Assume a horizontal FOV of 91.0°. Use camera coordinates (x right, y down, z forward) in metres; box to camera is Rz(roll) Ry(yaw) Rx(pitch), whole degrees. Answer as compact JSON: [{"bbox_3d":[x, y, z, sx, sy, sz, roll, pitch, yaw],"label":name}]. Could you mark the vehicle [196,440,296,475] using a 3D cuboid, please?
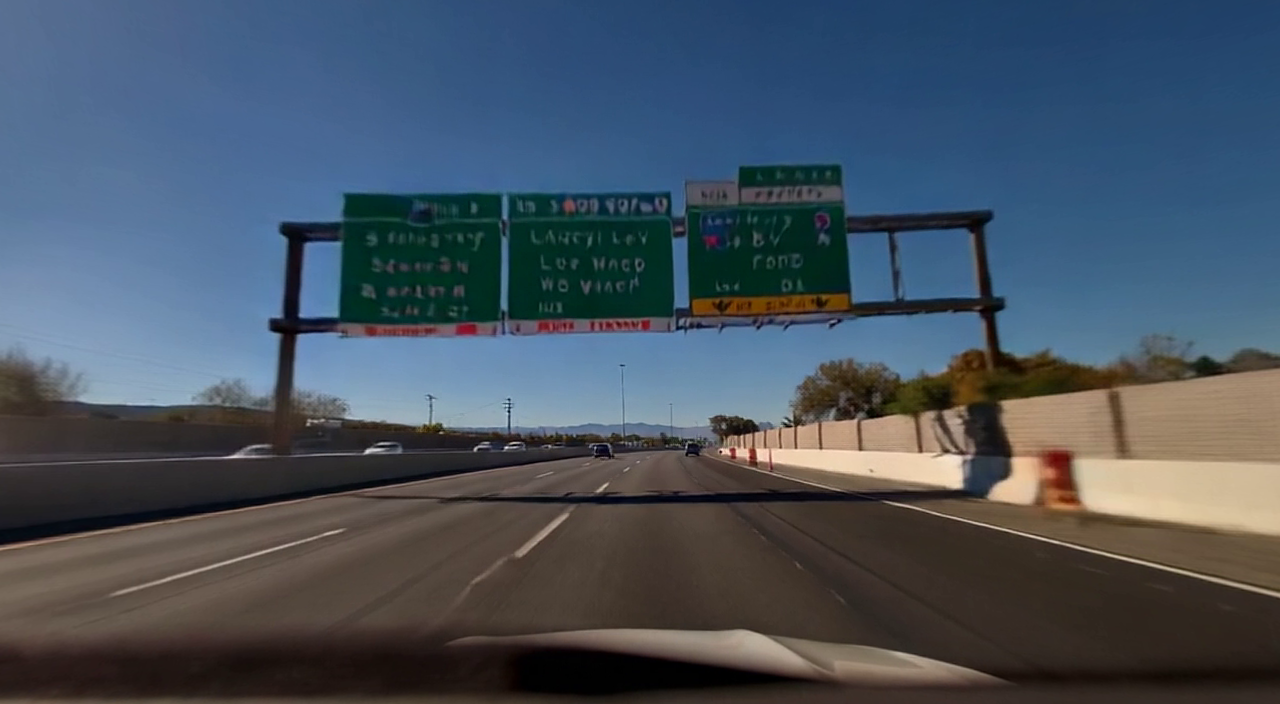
[{"bbox_3d":[-19.248,5.169,31.011,1.906,1.568,4.357,-1,-9,3],"label":"vehicle"}]
